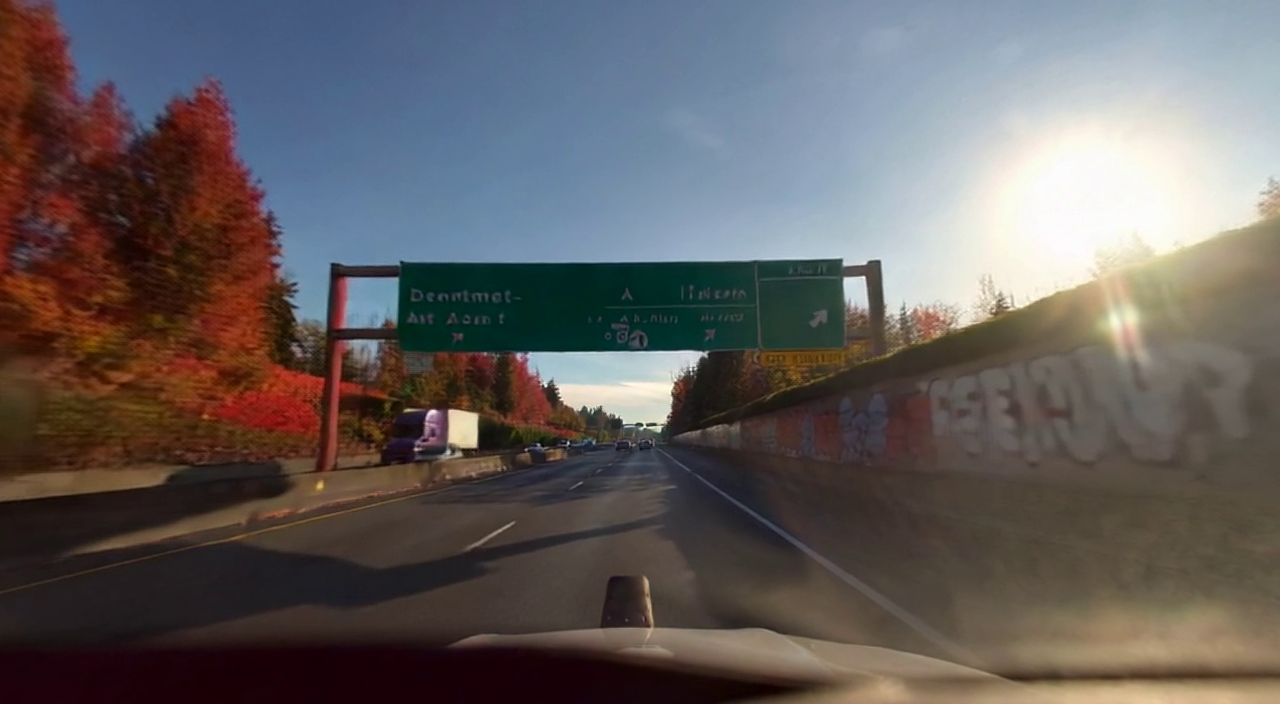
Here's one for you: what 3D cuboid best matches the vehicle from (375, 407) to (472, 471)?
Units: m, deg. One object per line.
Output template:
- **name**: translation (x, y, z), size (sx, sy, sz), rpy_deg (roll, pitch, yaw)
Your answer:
- **vehicle**: translation (-14.480, 5.997, 43.215), size (2.975, 3.820, 9.856), rpy_deg (0, -8, 1)
